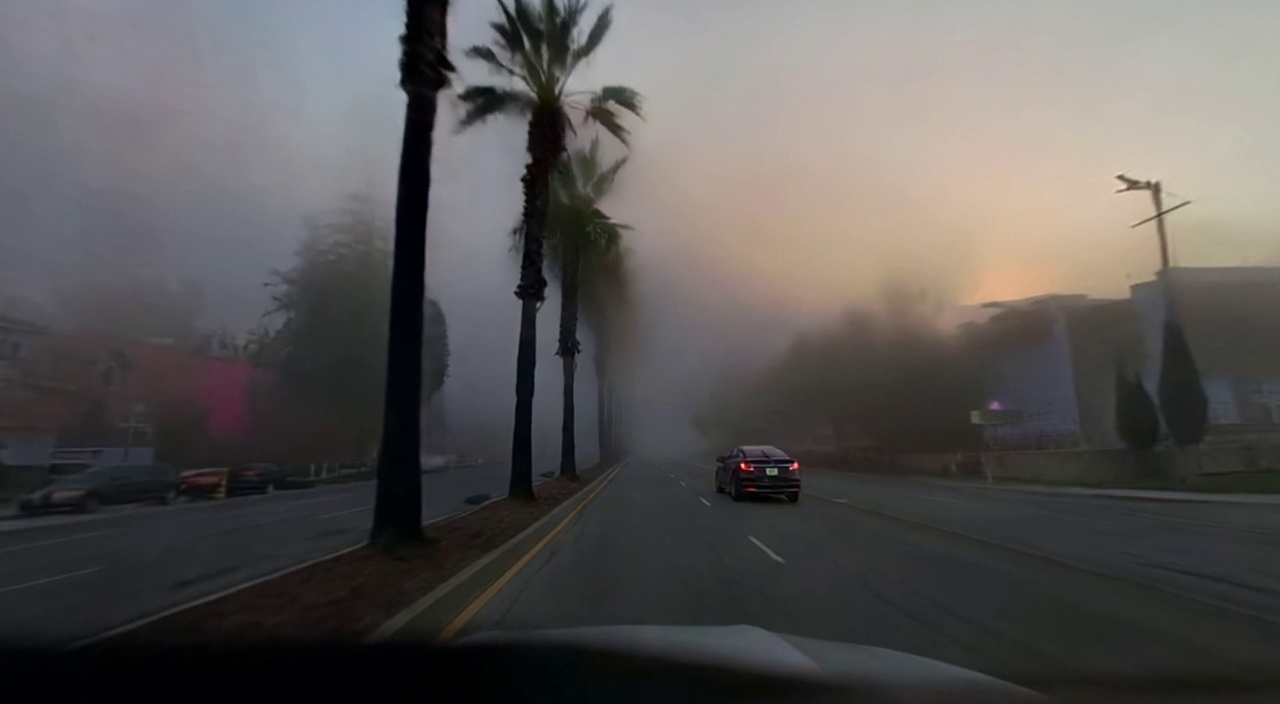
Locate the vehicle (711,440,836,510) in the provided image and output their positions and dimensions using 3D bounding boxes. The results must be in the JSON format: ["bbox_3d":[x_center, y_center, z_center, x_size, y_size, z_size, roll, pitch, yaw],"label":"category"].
[{"bbox_3d":[3.134,2.997,15.951,1.989,1.492,4.689,0,-9,-2],"label":"vehicle"}]

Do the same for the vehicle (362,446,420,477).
[{"bbox_3d":[-19.078,8.427,48.742,2.344,2.232,5.170,0,-9,0],"label":"vehicle"}]

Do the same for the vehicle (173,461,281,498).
[{"bbox_3d":[-19.054,5.884,29.452,1.848,1.432,4.662,0,-9,1],"label":"vehicle"}]

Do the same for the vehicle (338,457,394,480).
[{"bbox_3d":[-18.670,7.928,43.210,1.828,1.472,4.464,0,-9,0],"label":"vehicle"}]

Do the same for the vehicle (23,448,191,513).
[{"bbox_3d":[-19.155,4.613,23.078,1.987,1.998,4.642,-4,-10,1],"label":"vehicle"}]

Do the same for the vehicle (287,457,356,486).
[{"bbox_3d":[-18.874,7.078,37.714,1.811,1.539,4.560,0,-9,-1],"label":"vehicle"}]
